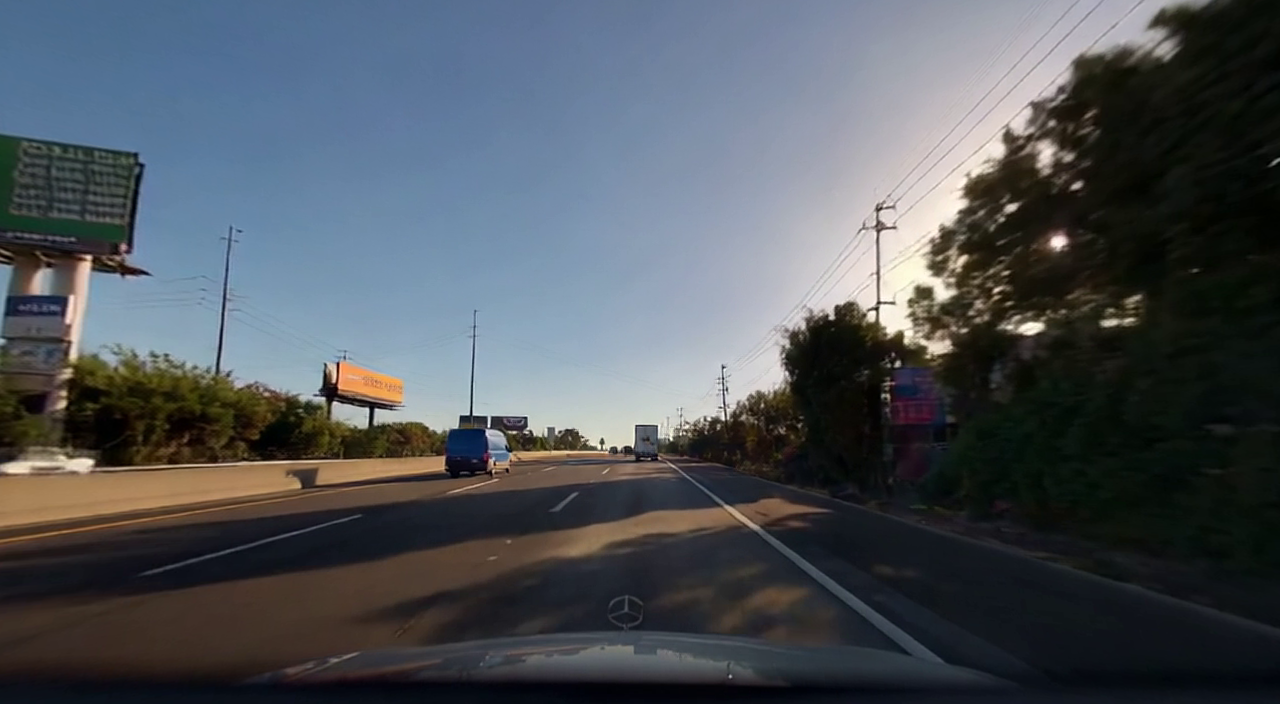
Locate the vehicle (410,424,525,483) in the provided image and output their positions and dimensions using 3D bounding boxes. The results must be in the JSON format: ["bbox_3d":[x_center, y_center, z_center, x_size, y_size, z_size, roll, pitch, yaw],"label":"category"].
[{"bbox_3d":[-6.824,4.142,26.001,2.695,2.084,6.836,-1,-8,1],"label":"vehicle"}]

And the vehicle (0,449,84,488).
[{"bbox_3d":[-28.798,5.305,28.791,2.036,1.669,4.926,0,-8,0],"label":"vehicle"}]

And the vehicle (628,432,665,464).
[{"bbox_3d":[0.494,7.341,48.169,2.692,2.279,5.695,0,-8,1],"label":"vehicle"}]
